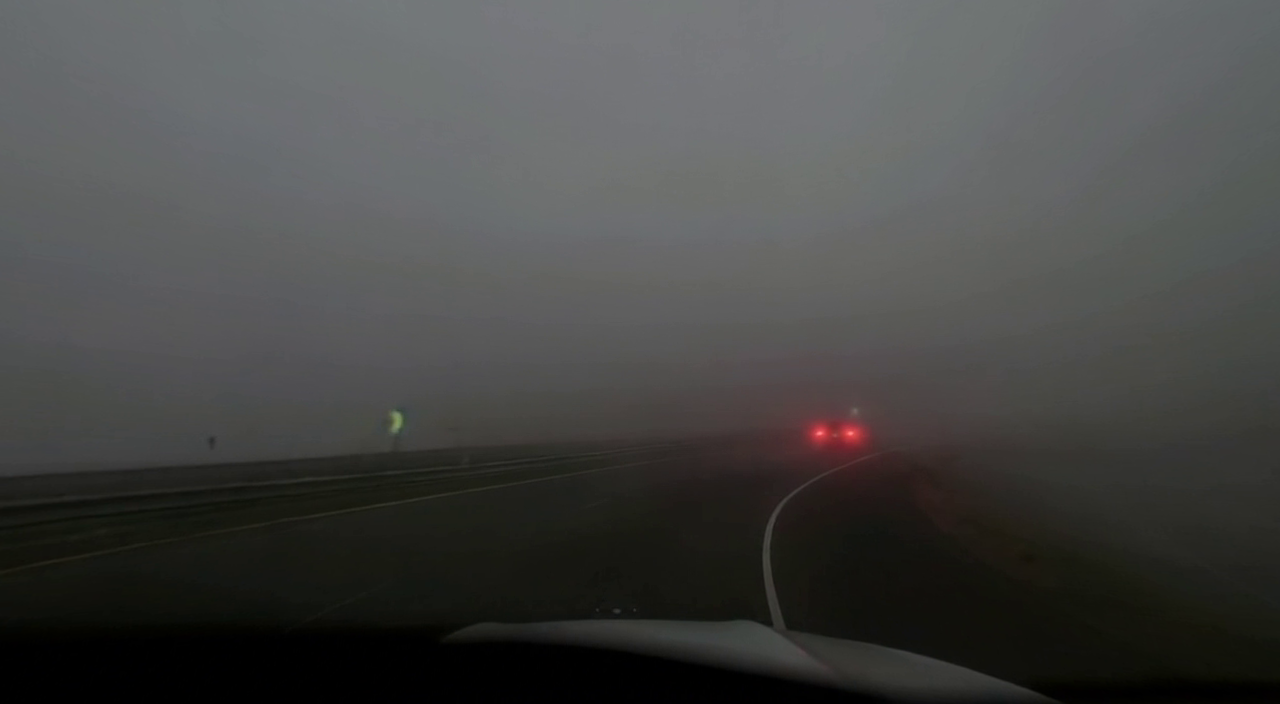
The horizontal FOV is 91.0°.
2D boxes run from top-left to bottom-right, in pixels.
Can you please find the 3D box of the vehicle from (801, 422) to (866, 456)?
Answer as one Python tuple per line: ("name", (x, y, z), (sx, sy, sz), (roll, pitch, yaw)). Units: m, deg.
("vehicle", (9.402, 4.182, 30.363), (2.028, 1.440, 3.970), (-3, -8, 32))
